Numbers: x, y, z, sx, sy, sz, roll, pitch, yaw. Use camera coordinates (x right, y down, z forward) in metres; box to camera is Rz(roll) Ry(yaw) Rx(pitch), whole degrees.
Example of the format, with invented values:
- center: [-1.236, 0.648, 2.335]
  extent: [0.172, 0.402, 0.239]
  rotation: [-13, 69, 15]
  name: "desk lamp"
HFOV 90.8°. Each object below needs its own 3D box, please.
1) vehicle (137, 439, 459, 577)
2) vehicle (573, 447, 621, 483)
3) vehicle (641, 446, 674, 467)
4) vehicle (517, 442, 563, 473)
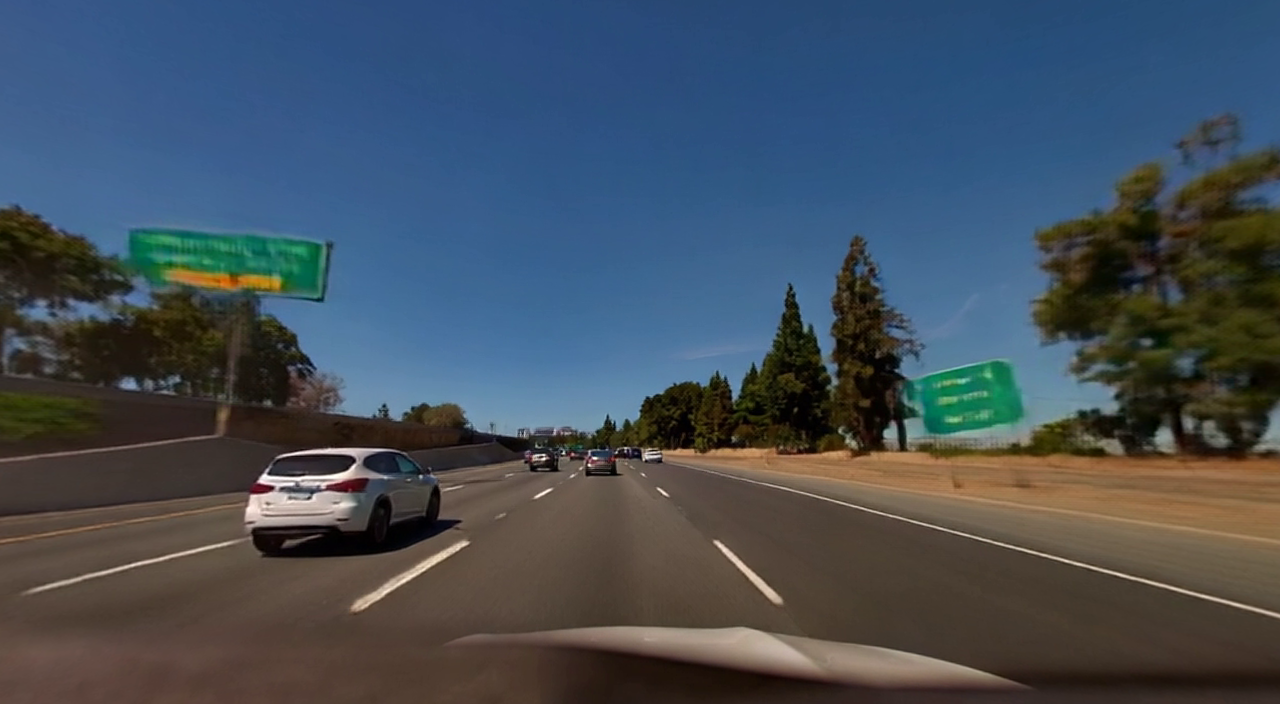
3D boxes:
- center: [-4.446, 2.077, 9.427]
  extent: [2.049, 1.482, 4.981]
  rotation: [0, -9, 0]
  name: "vehicle"
- center: [-1.839, 4.881, 27.715]
  extent: [1.947, 1.437, 4.345]
  rotation: [0, -9, -3]
  name: "vehicle"
- center: [1.218, 7.713, 46.759]
  extent: [2.021, 1.447, 3.985]
  rotation: [1, -9, -4]
  name: "vehicle"
- center: [-6.072, 6.448, 38.793]
  extent: [2.244, 1.755, 4.417]
  rotation: [0, -9, -2]
  name: "vehicle"
